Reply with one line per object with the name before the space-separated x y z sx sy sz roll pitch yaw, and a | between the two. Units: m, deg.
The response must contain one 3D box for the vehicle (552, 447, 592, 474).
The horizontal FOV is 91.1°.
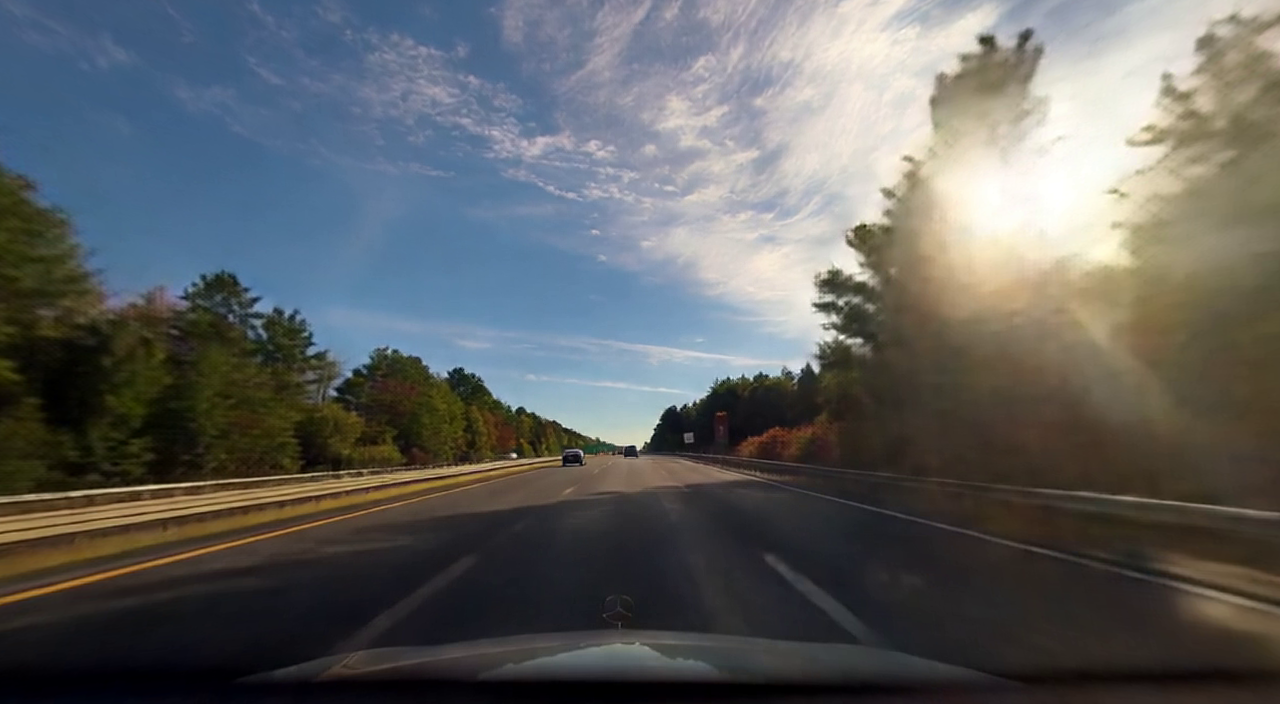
vehicle | -3.982 6.418 37.349 1.970 1.492 3.944 0 -9 0
